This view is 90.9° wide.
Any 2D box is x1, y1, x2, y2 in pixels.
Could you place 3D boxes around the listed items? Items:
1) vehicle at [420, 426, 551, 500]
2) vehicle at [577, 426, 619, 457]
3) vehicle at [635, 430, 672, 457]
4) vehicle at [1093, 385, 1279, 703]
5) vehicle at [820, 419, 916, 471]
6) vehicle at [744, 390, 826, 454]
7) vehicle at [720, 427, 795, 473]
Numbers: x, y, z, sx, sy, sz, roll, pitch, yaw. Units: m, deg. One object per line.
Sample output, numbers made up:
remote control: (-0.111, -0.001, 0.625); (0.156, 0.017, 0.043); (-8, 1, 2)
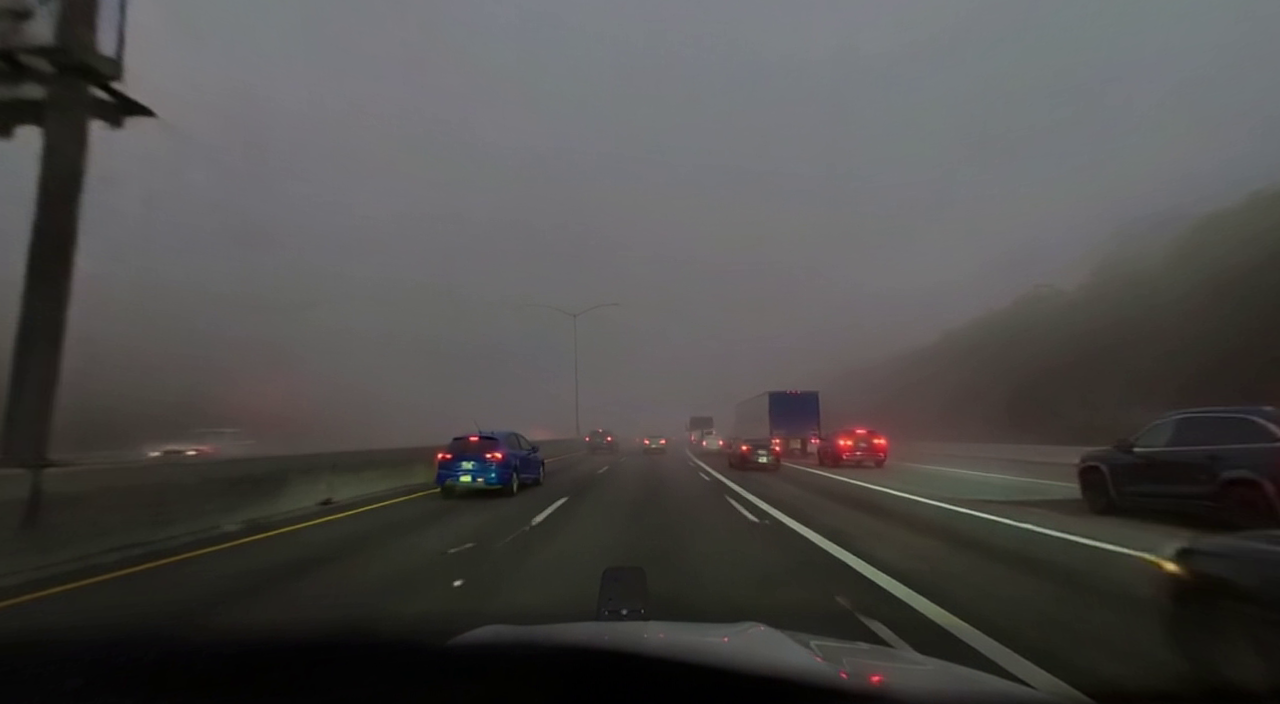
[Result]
vehicle: (-3.457, 2.577, 15.079); (1.914, 1.476, 4.416); (-1, -8, 2)
vehicle: (-2.450, 5.345, 37.649); (2.006, 1.741, 4.277); (-1, -8, 3)
vehicle: (0.790, 5.309, 36.497); (2.040, 1.461, 3.984); (-1, -8, 1)
vehicle: (3.421, 0.709, 1.291); (1.933, 1.492, 4.125); (-1, -8, 1)
vehicle: (8.533, 3.539, 24.097); (2.072, 1.761, 4.461); (-1, -8, 1)
vehicle: (9.587, 5.075, 43.739); (3.007, 3.725, 13.835); (-1, -8, 3)
vehicle: (4.209, 3.597, 23.355); (1.933, 1.503, 4.520); (0, -8, 0)
